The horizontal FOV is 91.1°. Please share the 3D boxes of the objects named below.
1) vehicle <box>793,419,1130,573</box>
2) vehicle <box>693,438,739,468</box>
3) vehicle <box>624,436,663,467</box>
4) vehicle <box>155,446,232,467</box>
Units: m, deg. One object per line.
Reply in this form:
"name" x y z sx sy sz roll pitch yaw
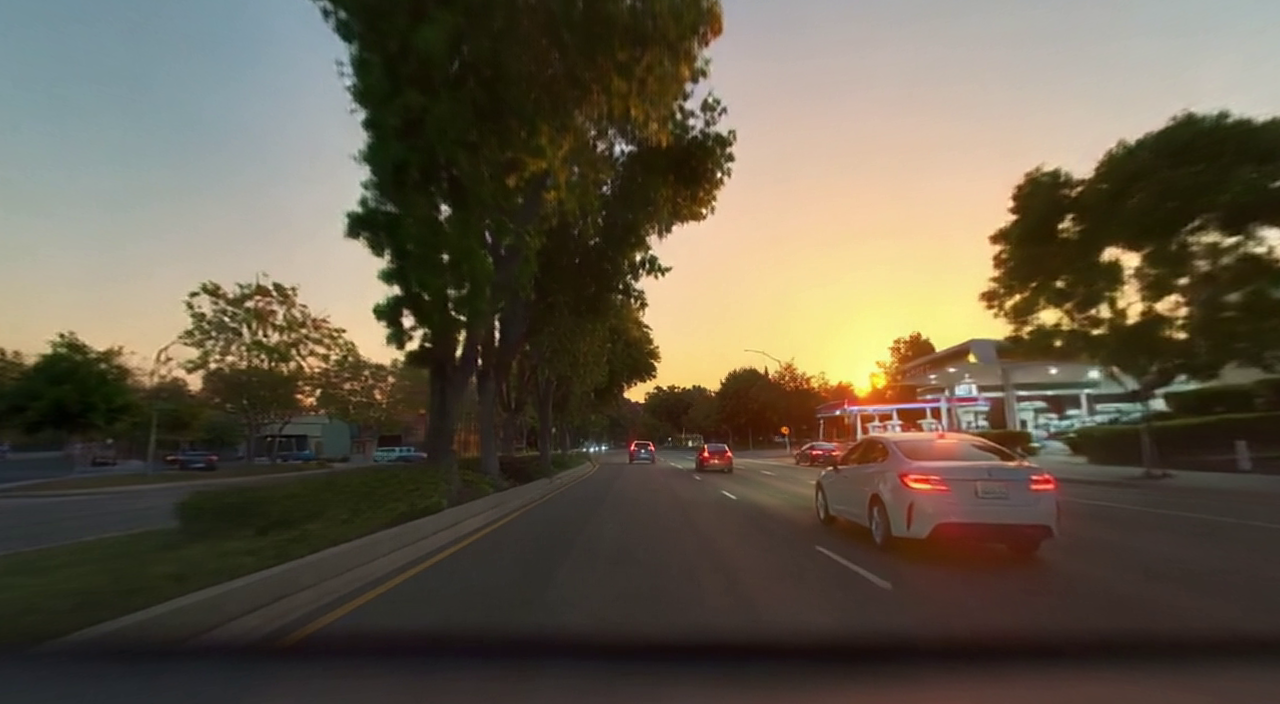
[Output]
"vehicle" 3.770 1.782 8.653 2.119 1.509 4.756 0 -9 0
"vehicle" 4.156 5.614 35.073 1.980 1.515 4.362 0 -8 -1
"vehicle" 0.182 5.814 36.667 2.172 1.694 4.055 0 -8 0
"vehicle" -34.137 7.961 48.031 4.595 1.533 1.853 -1 -9 5
